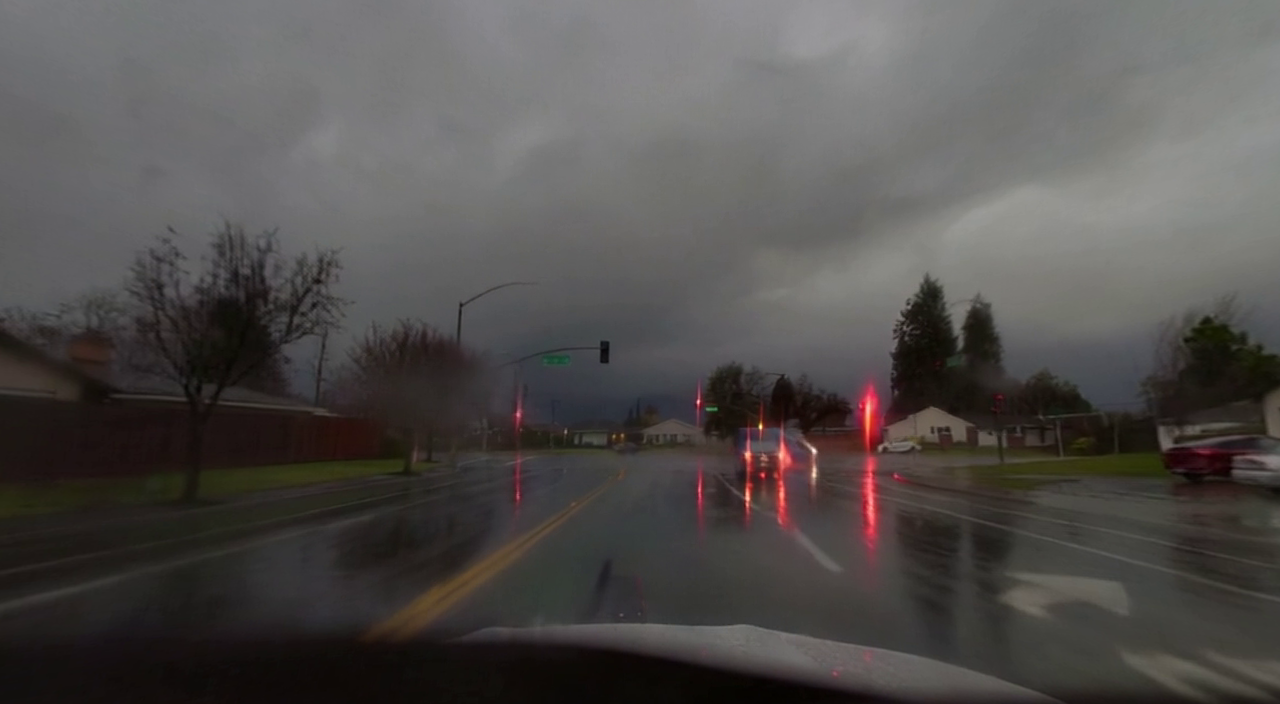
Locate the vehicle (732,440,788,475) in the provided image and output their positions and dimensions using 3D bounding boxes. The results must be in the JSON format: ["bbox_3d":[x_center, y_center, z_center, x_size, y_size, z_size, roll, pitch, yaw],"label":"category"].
[{"bbox_3d":[5.575,4.949,29.823,1.947,1.485,4.336,-1,-8,2],"label":"vehicle"}]

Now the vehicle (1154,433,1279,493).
[{"bbox_3d":[17.985,3.154,18.092,4.702,1.595,1.986,0,-8,1],"label":"vehicle"}]

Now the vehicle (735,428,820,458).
[{"bbox_3d":[10.033,6.704,46.521,5.869,2.098,2.206,-1,-9,6],"label":"vehicle"}]
